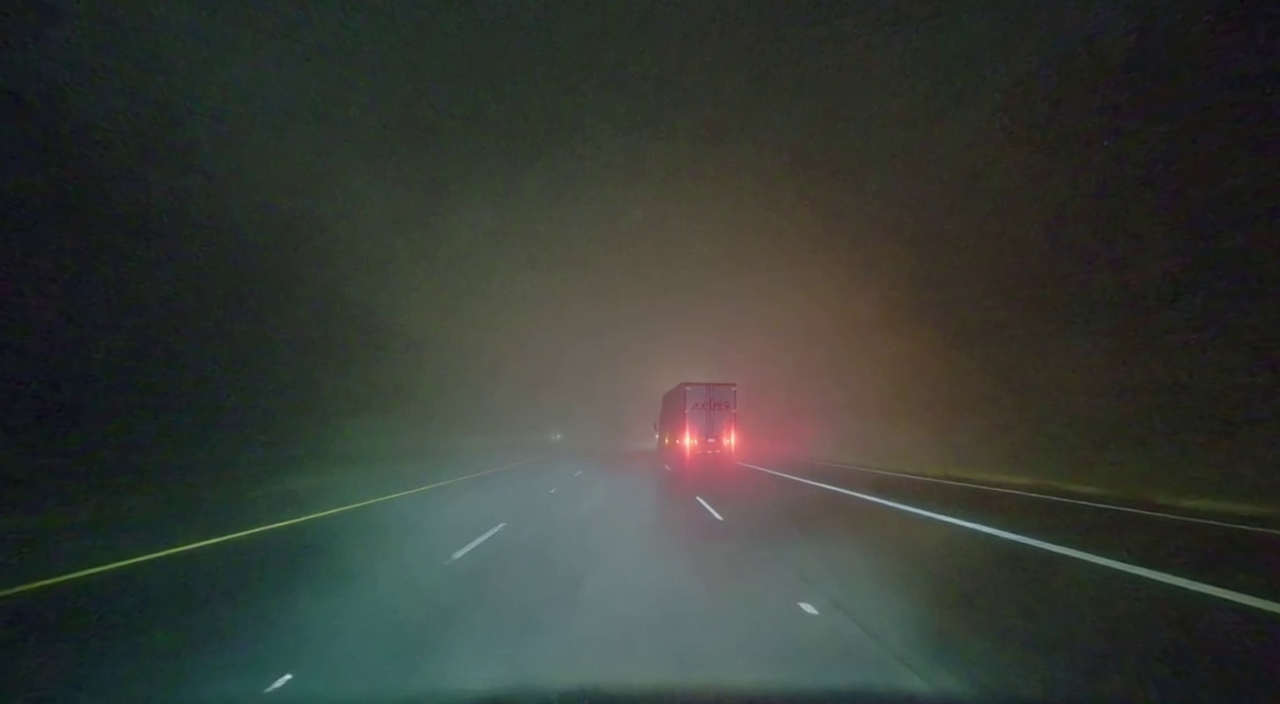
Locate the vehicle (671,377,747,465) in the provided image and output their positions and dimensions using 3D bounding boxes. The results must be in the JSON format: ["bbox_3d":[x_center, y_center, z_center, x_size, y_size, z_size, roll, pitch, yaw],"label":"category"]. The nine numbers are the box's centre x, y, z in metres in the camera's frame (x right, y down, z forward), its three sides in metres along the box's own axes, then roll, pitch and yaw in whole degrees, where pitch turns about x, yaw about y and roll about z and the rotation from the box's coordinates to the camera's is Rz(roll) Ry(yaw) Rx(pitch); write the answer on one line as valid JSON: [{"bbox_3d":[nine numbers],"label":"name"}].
[{"bbox_3d":[3.399,3.770,33.434,2.880,3.986,9.103,0,-8,-1],"label":"vehicle"}]
